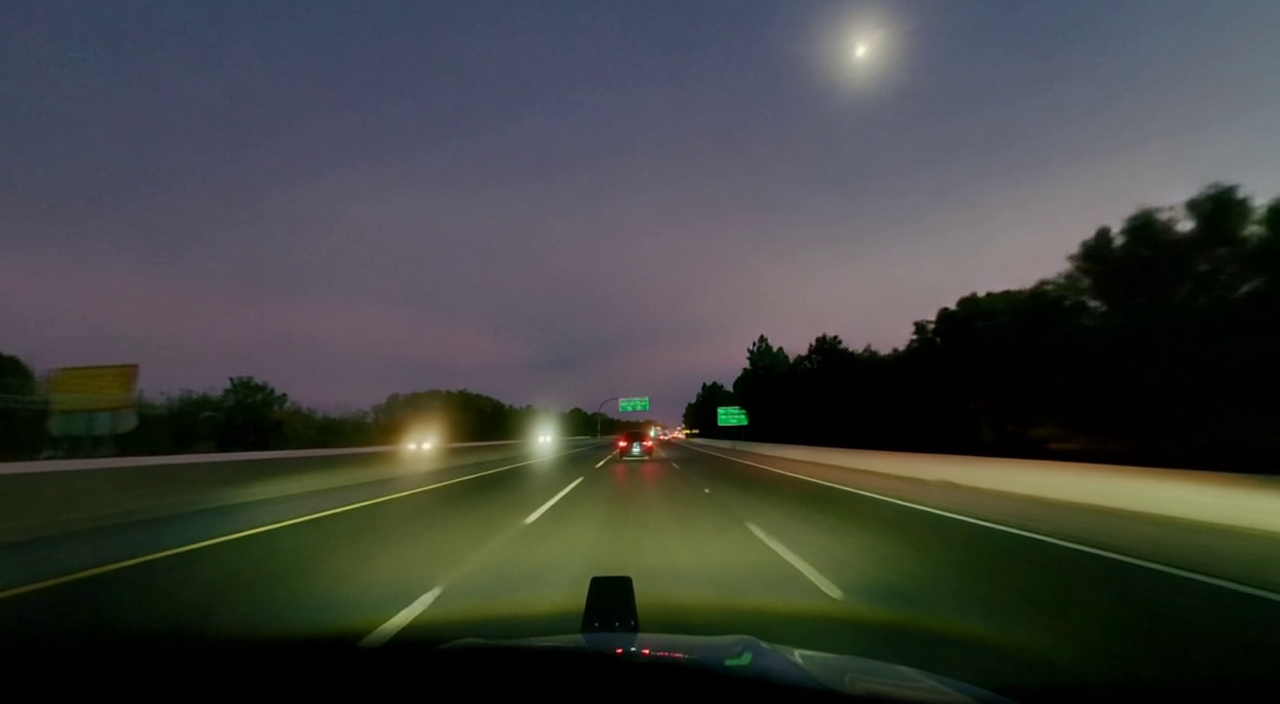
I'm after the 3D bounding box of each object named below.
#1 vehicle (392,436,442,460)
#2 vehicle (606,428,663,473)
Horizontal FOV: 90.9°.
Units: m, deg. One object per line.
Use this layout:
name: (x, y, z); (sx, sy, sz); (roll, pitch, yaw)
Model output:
vehicle: (-15.914, 6.858, 45.302); (1.992, 1.625, 4.290); (0, -8, 0)
vehicle: (-0.226, 3.826, 24.771); (2.094, 1.600, 3.666); (0, -8, -1)
